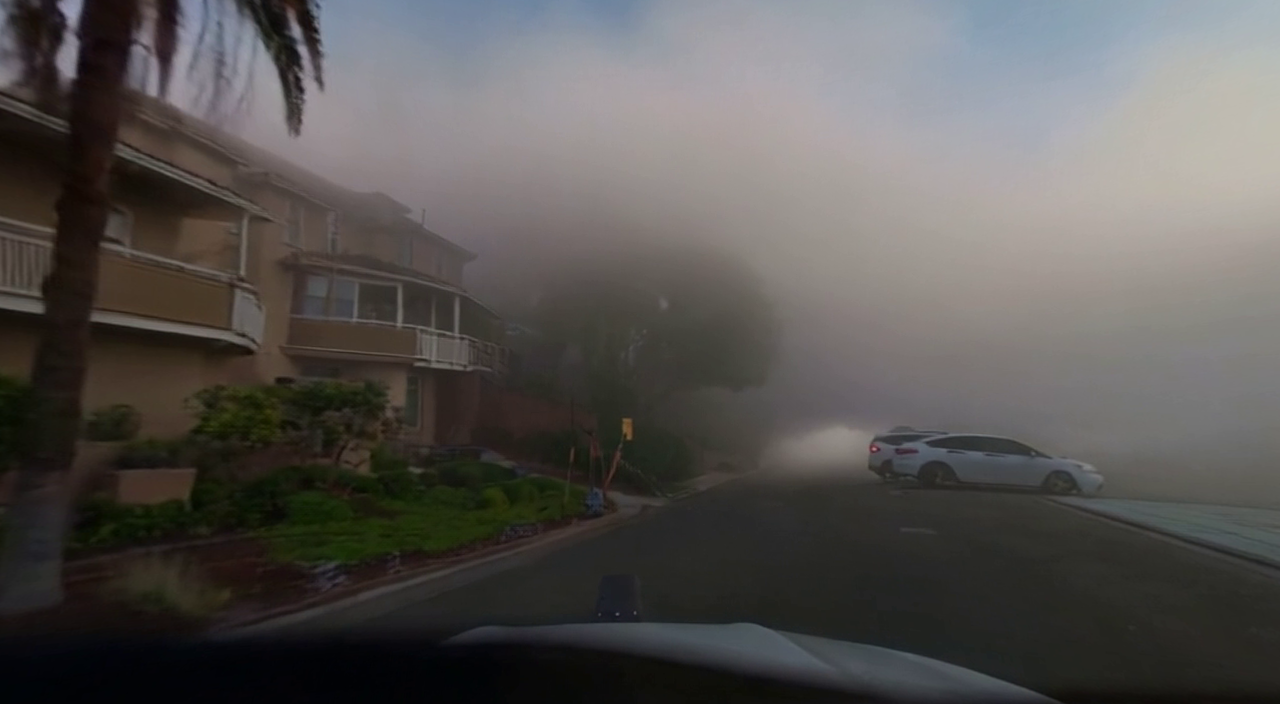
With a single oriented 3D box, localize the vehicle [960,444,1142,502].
[{"bbox_3d":[11.836,3.518,18.600,4.195,1.446,1.979,-3,-11,25],"label":"vehicle"}]
